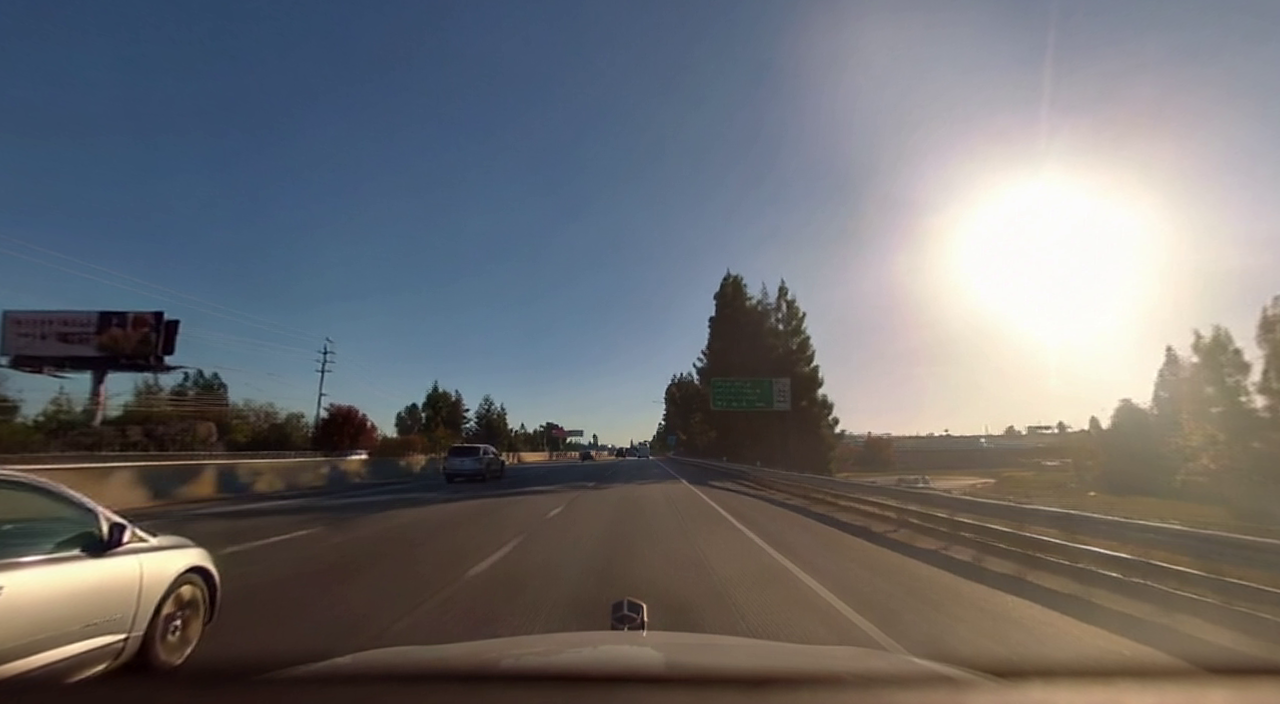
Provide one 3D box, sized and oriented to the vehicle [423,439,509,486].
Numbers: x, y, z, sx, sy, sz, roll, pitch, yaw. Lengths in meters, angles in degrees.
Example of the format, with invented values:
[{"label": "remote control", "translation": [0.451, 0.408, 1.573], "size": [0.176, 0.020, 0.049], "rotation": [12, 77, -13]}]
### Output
[{"label": "vehicle", "translation": [-6.920, 4.443, 25.648], "size": [2.055, 1.683, 4.804], "rotation": [0, -9, 1]}]
